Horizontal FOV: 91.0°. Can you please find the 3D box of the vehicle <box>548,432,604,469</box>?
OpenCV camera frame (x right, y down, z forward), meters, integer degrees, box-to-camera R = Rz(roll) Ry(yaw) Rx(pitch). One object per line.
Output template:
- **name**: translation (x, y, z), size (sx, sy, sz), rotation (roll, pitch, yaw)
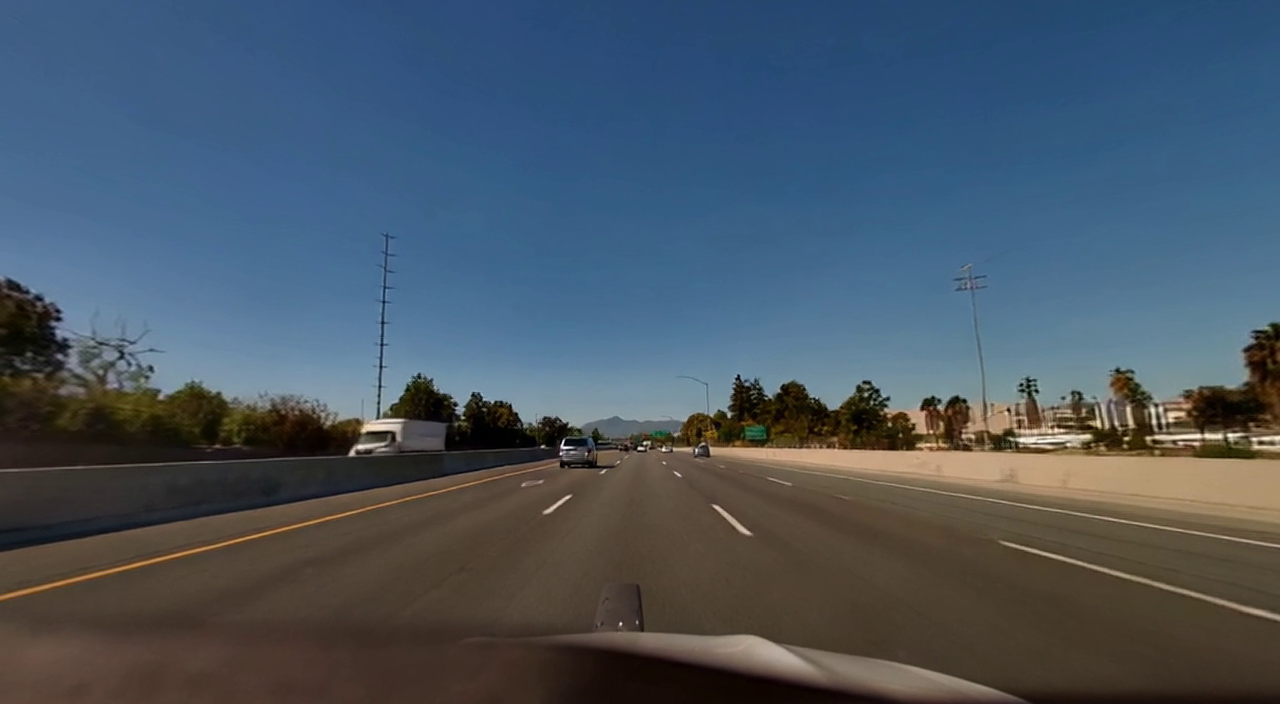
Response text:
- **vehicle**: translation (-3.571, 5.611, 36.203), size (2.431, 1.928, 5.760), rotation (0, -8, 2)
